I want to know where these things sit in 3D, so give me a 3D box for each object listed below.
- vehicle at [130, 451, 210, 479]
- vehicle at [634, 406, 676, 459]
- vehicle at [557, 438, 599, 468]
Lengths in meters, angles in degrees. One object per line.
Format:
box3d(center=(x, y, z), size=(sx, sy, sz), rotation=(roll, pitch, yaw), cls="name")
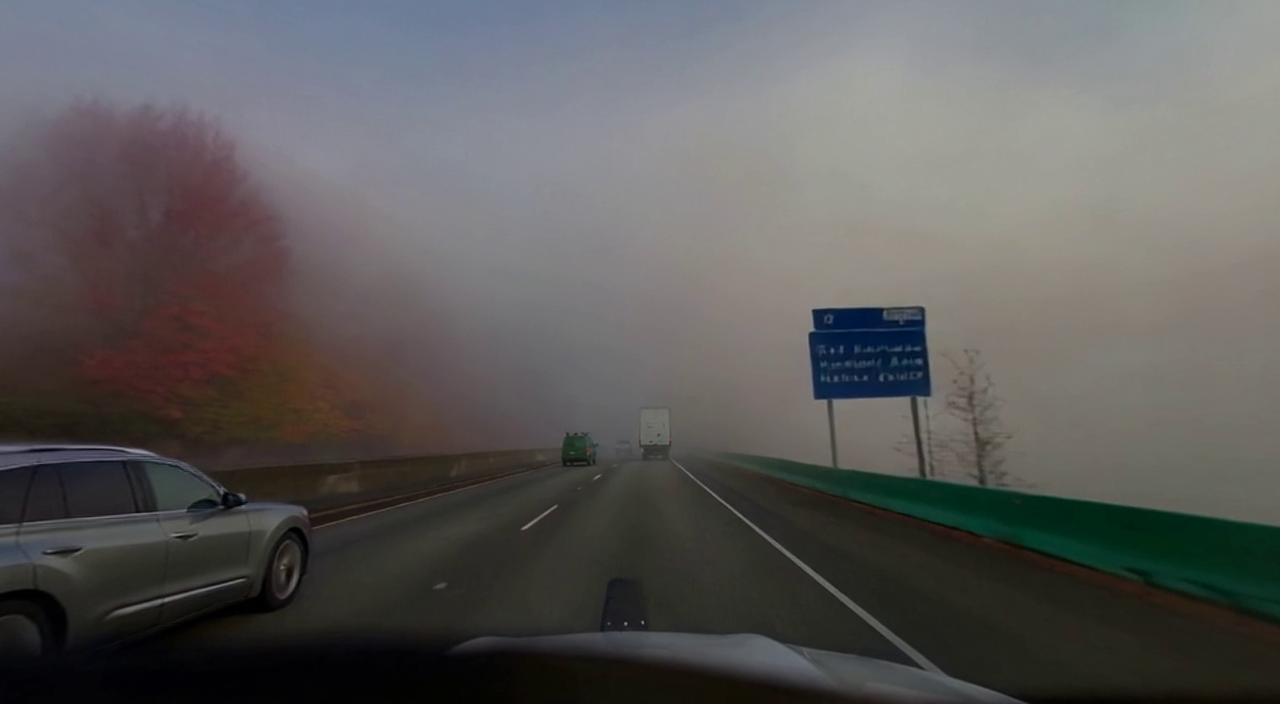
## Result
box3d(center=(-25.619, 6.140, 34.452), size=(1.684, 1.399, 3.535), rotation=(0, -8, -1), cls="vehicle")
box3d(center=(1.144, 6.324, 48.928), size=(2.933, 3.701, 10.425), rotation=(0, -8, 1), cls="vehicle")
box3d(center=(-3.333, 5.504, 34.509), size=(1.927, 1.556, 3.921), rotation=(0, -8, 0), cls="vehicle")
